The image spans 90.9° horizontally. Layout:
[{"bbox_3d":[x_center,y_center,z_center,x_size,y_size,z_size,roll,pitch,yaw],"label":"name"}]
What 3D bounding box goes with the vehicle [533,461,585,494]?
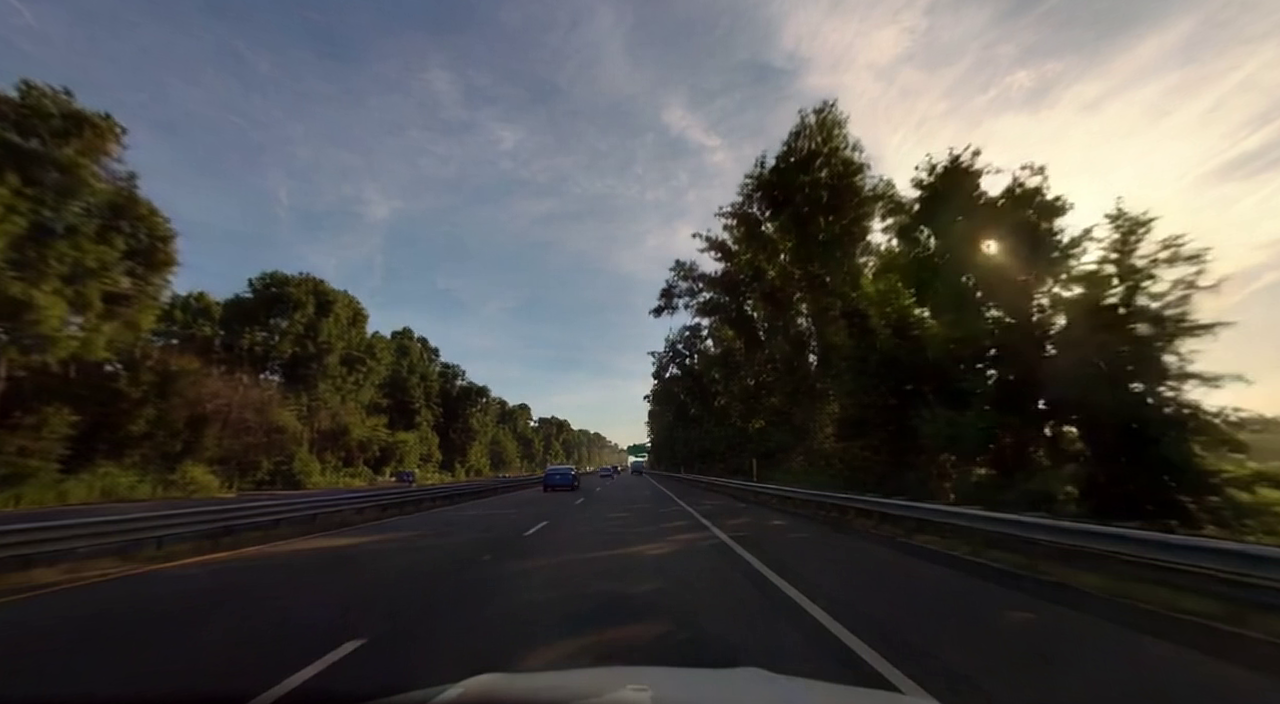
[{"bbox_3d":[-4.126,6.524,32.829,2.040,1.525,4.603,1,-11,1],"label":"vehicle"}]
